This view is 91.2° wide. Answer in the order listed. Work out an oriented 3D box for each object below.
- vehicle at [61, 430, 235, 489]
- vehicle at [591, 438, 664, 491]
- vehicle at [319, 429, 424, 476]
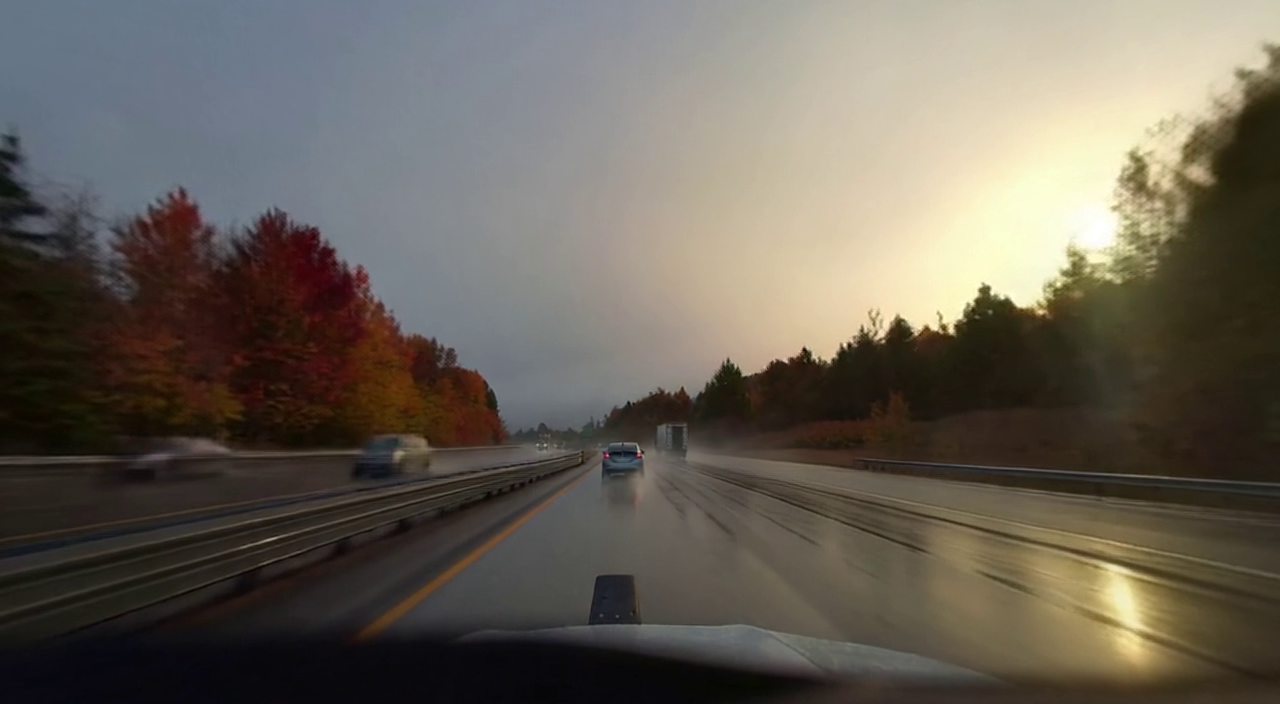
[{"bbox_3d":[-13.903,3.066,18.076,1.847,1.502,3.929,0,-9,-1],"label":"vehicle"},{"bbox_3d":[-0.409,3.572,20.261,2.099,1.506,4.097,0,-9,-1],"label":"vehicle"},{"bbox_3d":[-9.951,3.785,23.662,1.960,1.582,4.631,0,-9,-1],"label":"vehicle"}]
